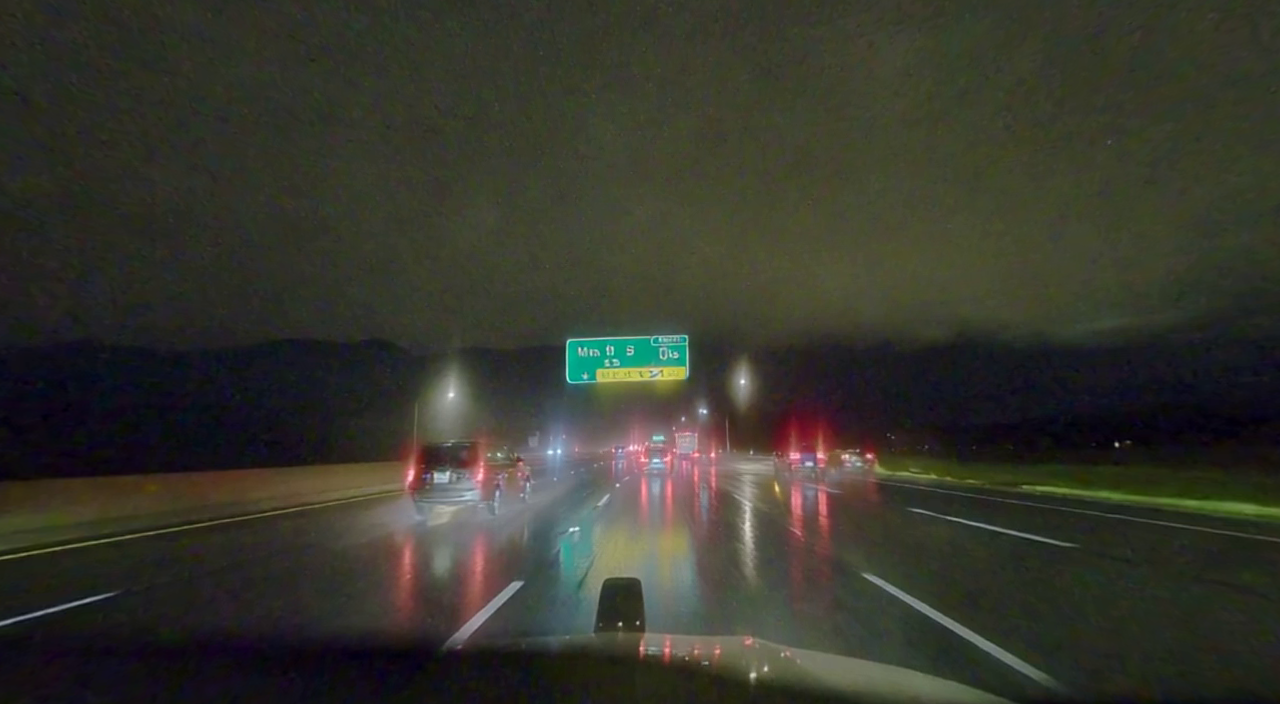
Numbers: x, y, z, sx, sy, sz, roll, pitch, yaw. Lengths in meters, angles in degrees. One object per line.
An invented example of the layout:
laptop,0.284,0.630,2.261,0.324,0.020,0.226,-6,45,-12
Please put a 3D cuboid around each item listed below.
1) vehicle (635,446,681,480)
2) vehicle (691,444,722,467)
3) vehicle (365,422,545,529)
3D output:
vehicle,0.816,5.131,29.353,2.004,1.471,4.032,0,-9,1
vehicle,5.150,8.097,49.444,1.975,1.650,4.257,0,-9,0
vehicle,-3.363,2.351,12.538,2.142,1.724,4.344,0,-9,1
